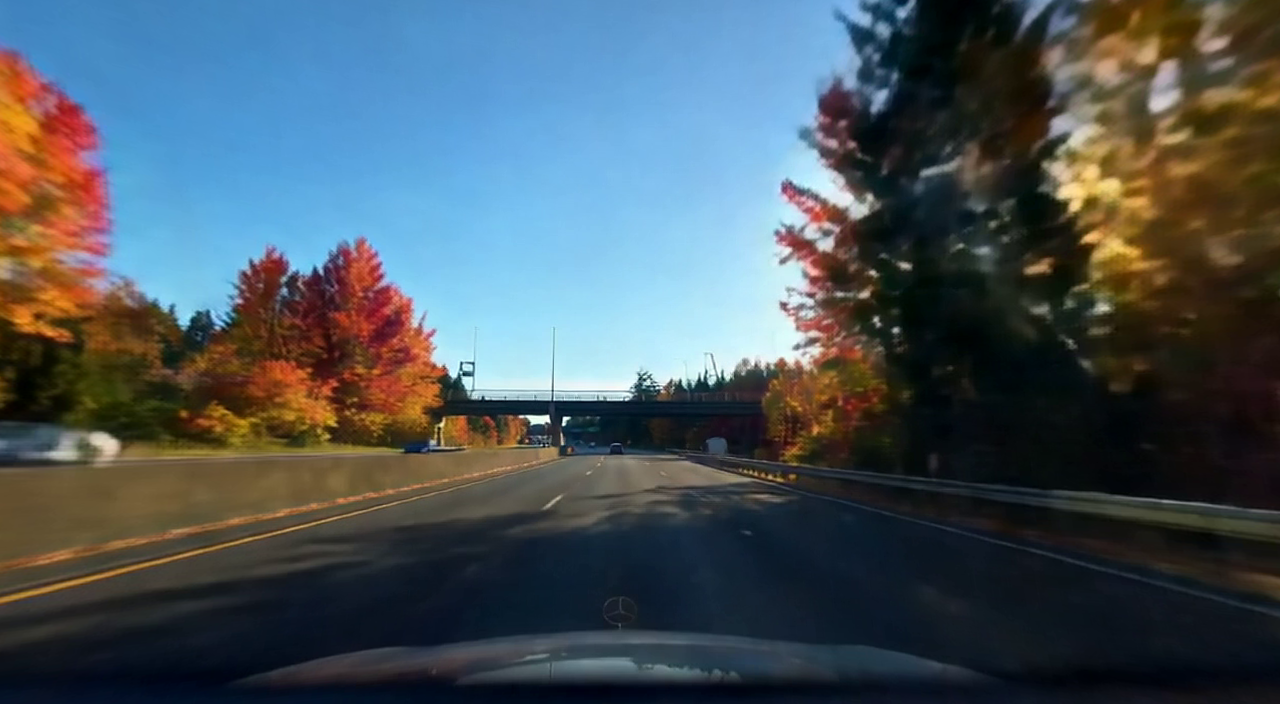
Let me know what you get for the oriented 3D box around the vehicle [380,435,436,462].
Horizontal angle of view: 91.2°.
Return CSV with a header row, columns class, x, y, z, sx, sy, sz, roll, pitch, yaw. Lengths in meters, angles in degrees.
class,x,y,z,sx,sy,sz,roll,pitch,yaw
vehicle,-13.604,5.703,37.008,1.831,1.475,4.243,0,-9,-2
